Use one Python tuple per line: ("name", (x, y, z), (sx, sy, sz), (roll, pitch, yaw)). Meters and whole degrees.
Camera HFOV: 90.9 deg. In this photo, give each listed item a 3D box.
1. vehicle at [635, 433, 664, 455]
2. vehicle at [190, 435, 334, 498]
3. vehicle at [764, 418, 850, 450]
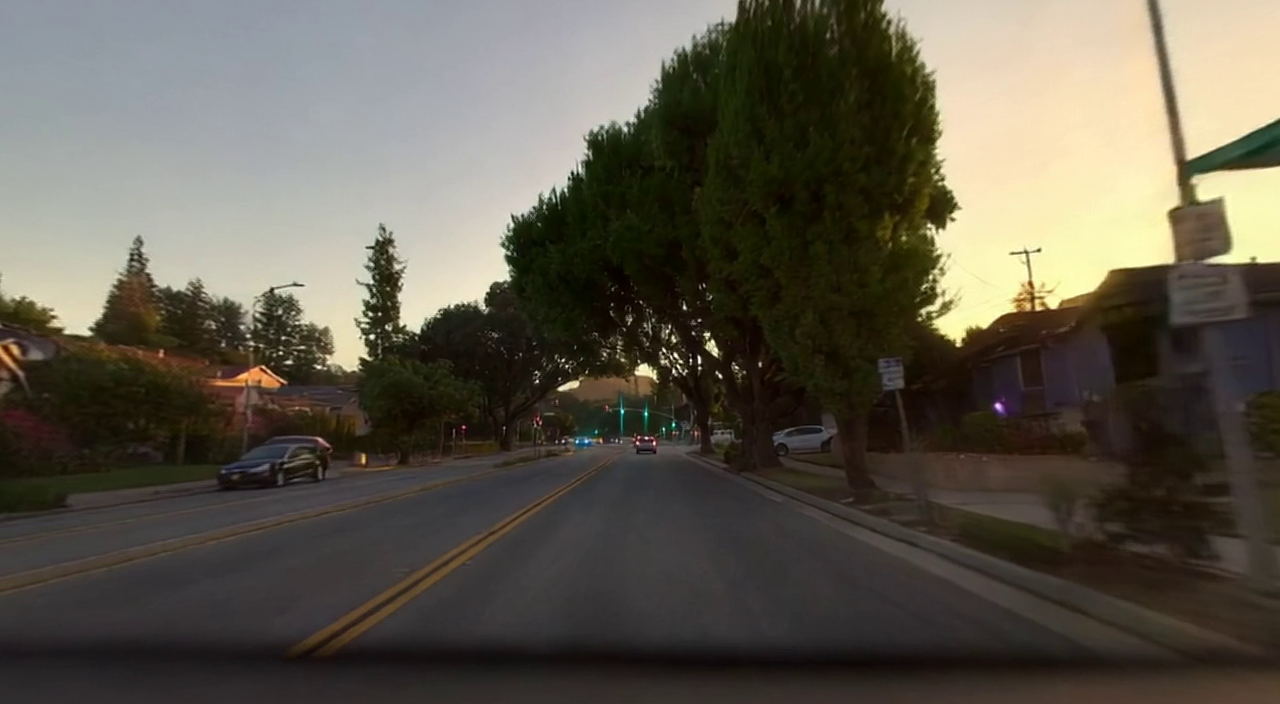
("vehicle", (0.712, 6.933, 47.318), (2.088, 1.607, 3.903), (0, -9, 1))
("vehicle", (-14.134, 4.227, 24.081), (2.337, 1.850, 5.448), (-4, -6, -2))
("vehicle", (10.372, 5.115, 39.354), (4.746, 1.485, 1.916), (-6, -8, 0))
